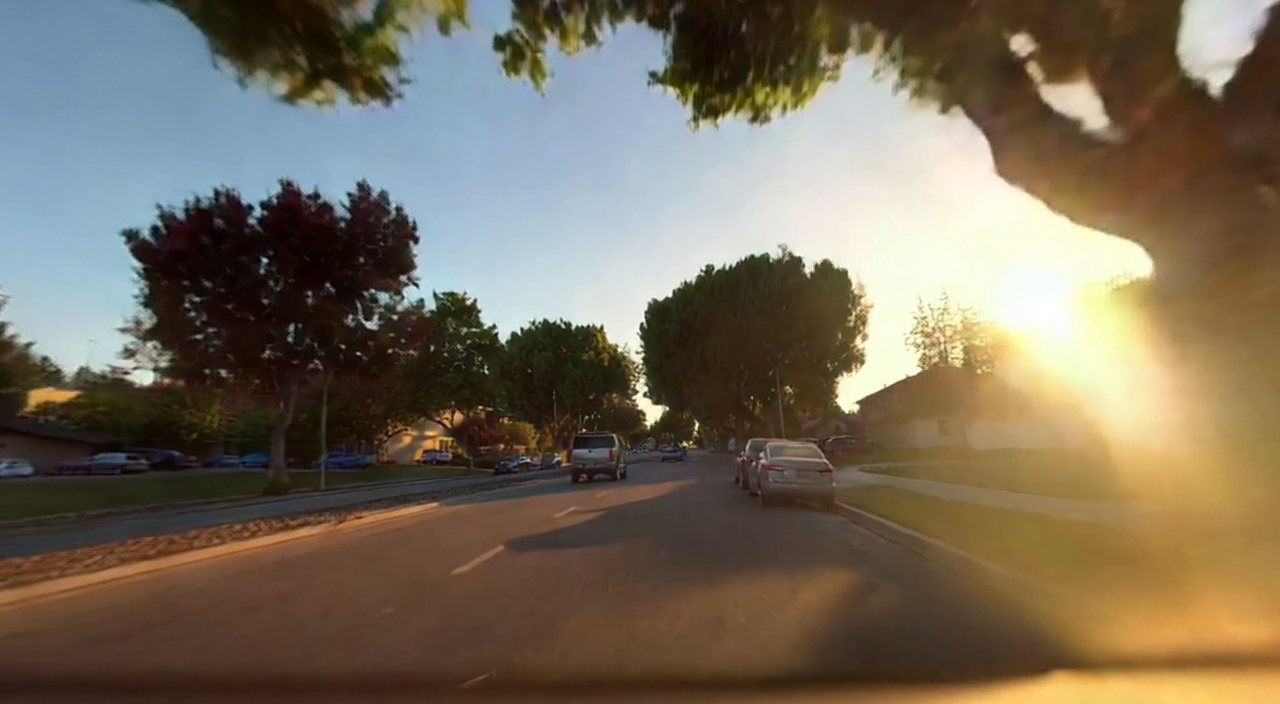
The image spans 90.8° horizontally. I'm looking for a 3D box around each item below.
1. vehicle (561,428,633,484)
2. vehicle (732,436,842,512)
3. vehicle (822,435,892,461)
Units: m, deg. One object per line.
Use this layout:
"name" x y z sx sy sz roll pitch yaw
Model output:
"vehicle" -1.656 4.362 26.629 2.085 2.084 5.133 -1 -9 7
"vehicle" 3.527 3.015 16.069 2.040 1.643 4.446 -1 -9 5
"vehicle" 15.022 6.671 43.887 4.249 1.550 1.843 -4 -9 9
